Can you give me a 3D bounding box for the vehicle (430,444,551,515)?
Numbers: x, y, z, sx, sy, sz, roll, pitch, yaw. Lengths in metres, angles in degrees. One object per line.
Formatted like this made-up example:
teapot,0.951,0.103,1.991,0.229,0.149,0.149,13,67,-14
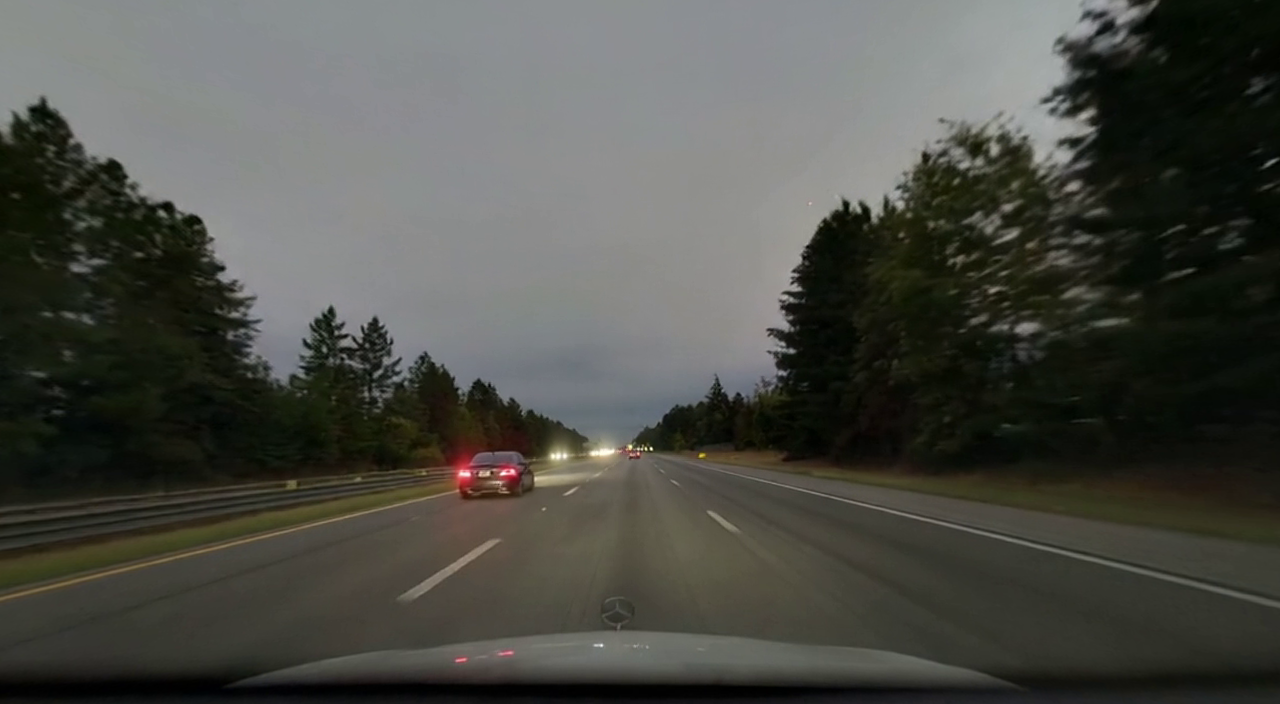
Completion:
vehicle,-3.484,3.031,15.448,1.970,1.492,3.944,0,-9,0
